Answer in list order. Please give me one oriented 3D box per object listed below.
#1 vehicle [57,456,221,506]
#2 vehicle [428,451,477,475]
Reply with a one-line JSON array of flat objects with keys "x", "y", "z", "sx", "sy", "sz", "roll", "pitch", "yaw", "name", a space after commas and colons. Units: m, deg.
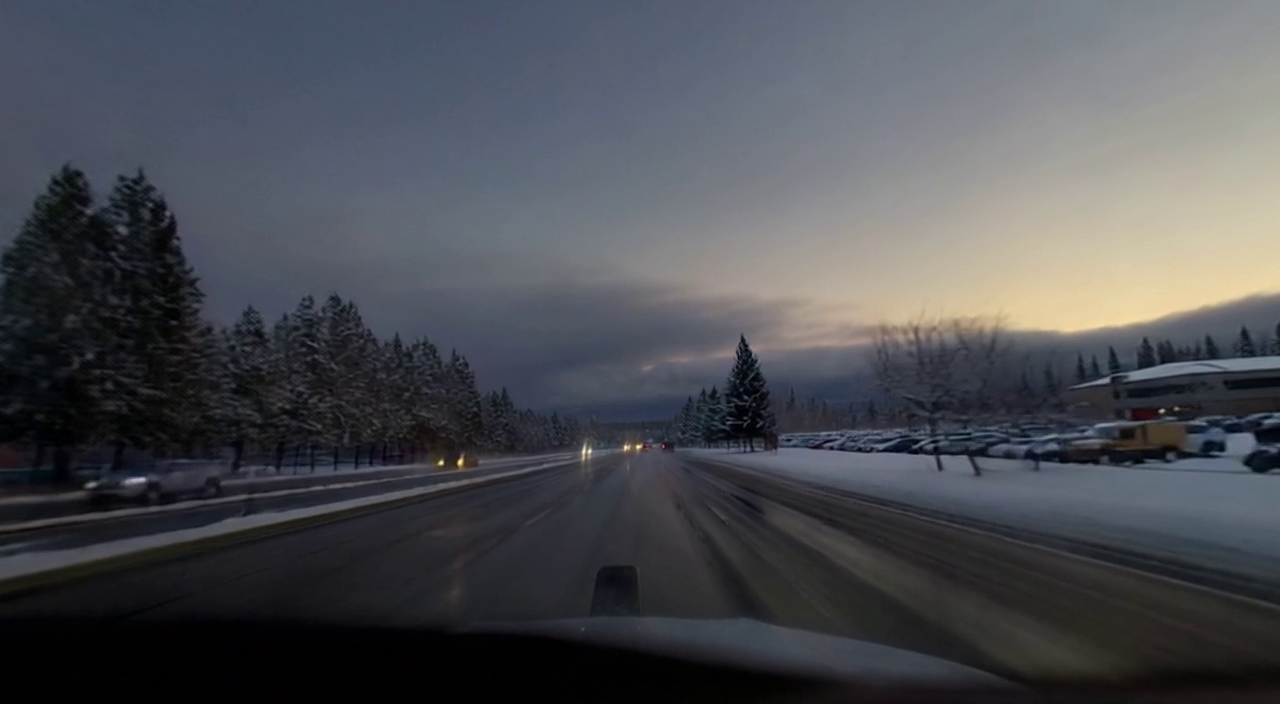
[{"x": -17.438, "y": 4.488, "z": 22.379, "sx": 1.907, "sy": 1.483, "sz": 4.643, "roll": 0, "pitch": -8, "yaw": 2, "name": "vehicle"}, {"x": -12.934, "y": 7.678, "z": 43.933, "sx": 1.863, "sy": 1.456, "sz": 4.579, "roll": 0, "pitch": -8, "yaw": 2, "name": "vehicle"}]
